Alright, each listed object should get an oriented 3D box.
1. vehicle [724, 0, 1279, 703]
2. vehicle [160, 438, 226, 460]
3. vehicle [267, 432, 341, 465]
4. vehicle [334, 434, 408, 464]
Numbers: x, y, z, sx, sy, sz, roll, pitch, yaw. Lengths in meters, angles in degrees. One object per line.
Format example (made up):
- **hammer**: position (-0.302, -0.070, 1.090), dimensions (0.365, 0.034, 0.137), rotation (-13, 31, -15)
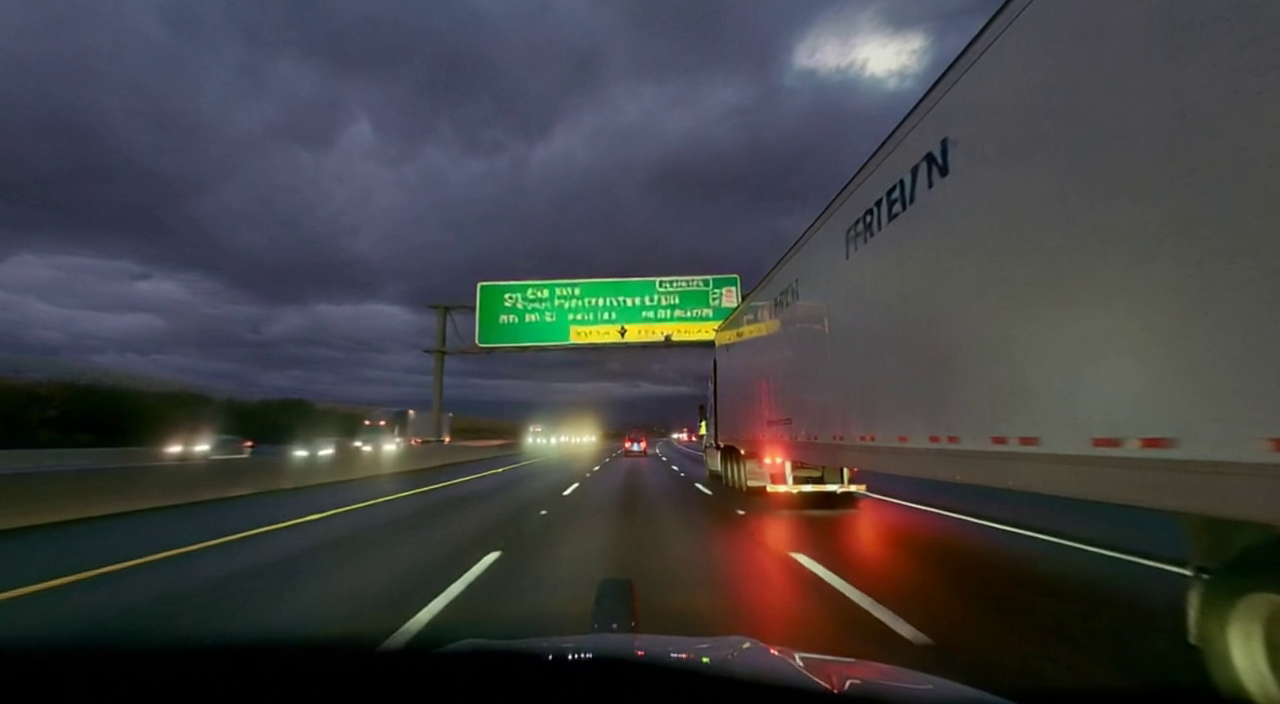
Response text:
- **vehicle**: position (3.637, 0.266, 7.482), dimensions (2.976, 4.077, 14.571), rotation (0, -8, -1)
- **vehicle**: position (-31.223, 6.763, 44.148), dimensions (1.675, 1.397, 3.817), rotation (0, -8, 3)
- **vehicle**: position (-18.416, 5.281, 34.773), dimensions (1.830, 1.722, 4.048), rotation (0, -8, 0)
- **vehicle**: position (-14.478, 5.215, 34.224), dimensions (1.887, 1.500, 4.933), rotation (0, -8, 0)
